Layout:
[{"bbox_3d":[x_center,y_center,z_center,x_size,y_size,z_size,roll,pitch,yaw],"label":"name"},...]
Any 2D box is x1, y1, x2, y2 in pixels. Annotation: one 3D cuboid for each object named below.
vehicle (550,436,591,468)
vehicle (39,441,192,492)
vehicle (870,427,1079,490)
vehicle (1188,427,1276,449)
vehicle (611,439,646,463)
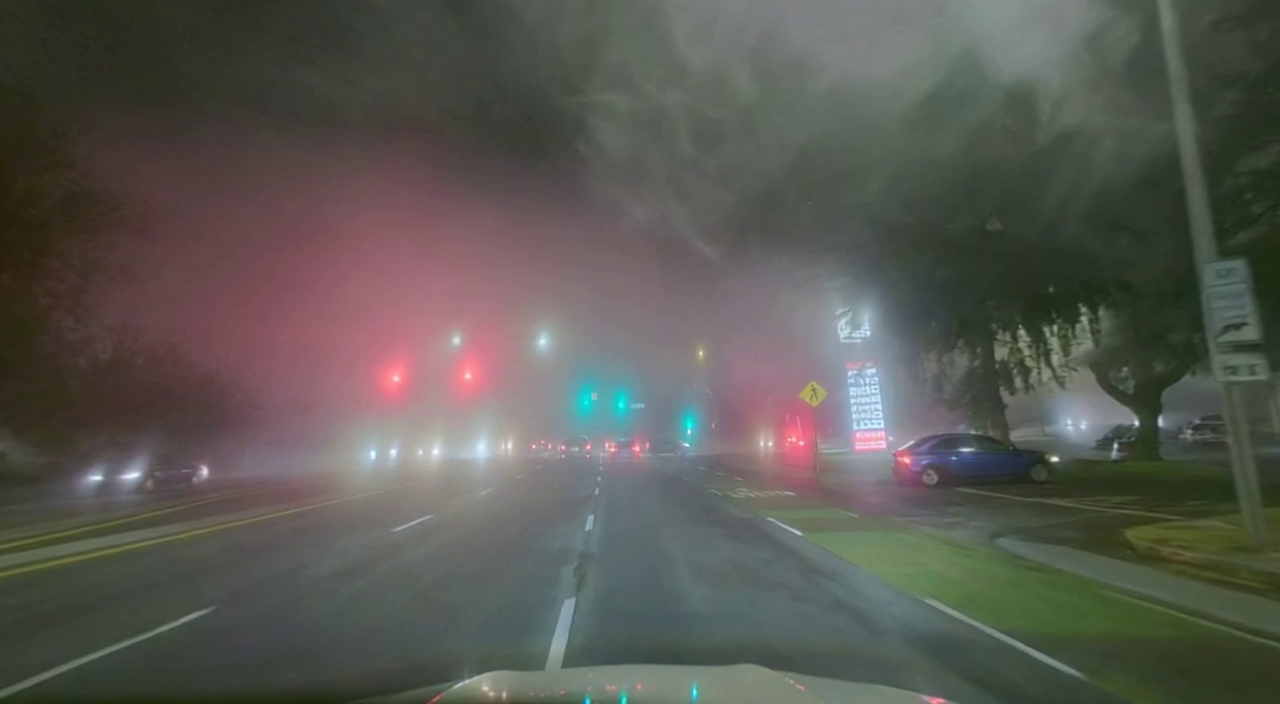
[{"bbox_3d":[-3.706,5.451,34.636,2.057,1.610,4.891,0,-8,-4],"label":"vehicle"},{"bbox_3d":[-21.111,4.594,25.811,1.984,1.855,5.137,0,-8,-2],"label":"vehicle"},{"bbox_3d":[8.809,2.816,16.922,4.487,1.539,1.947,0,-8,-3],"label":"vehicle"},{"bbox_3d":[44.076,6.438,47.092,1.689,1.495,4.418,6,-10,-35],"label":"vehicle"},{"bbox_3d":[-0.818,6.550,42.028,2.176,1.489,4.518,0,-8,-2],"label":"vehicle"}]
